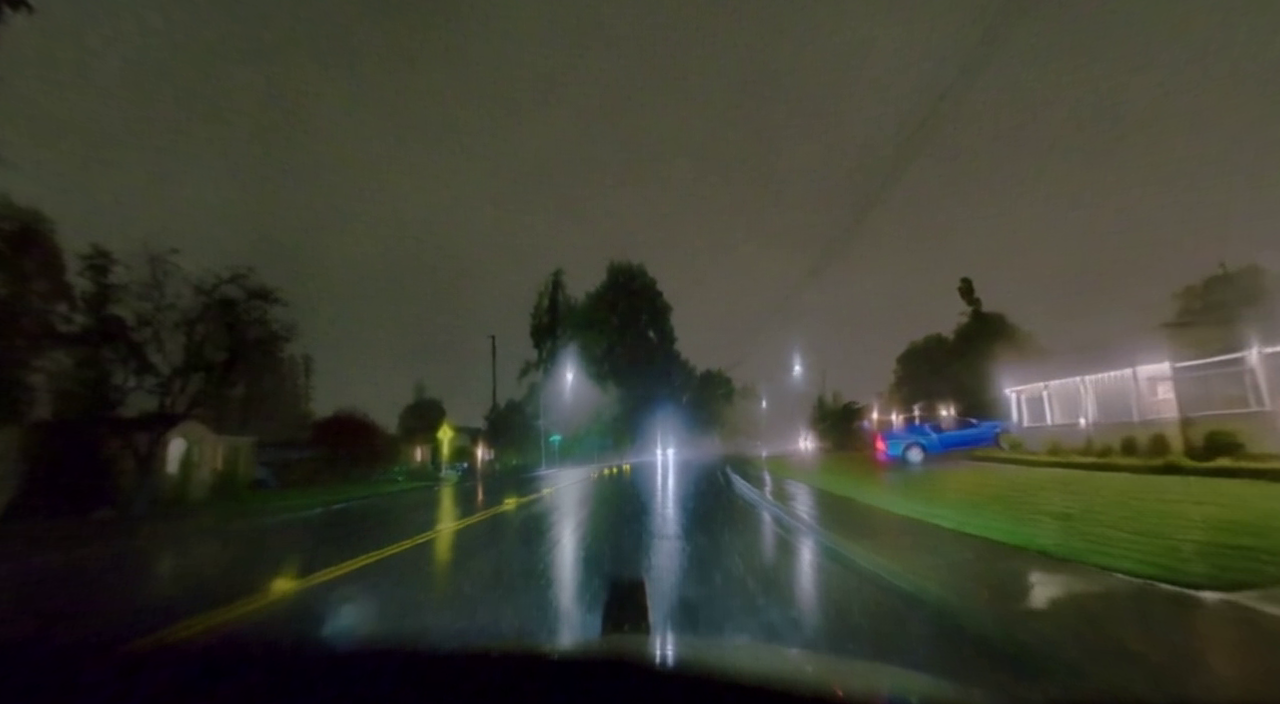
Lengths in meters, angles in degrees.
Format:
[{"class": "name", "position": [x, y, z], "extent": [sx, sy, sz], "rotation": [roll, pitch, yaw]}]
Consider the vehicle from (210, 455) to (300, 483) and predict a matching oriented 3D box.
[{"class": "vehicle", "position": [-25.025, 7.608, 41.043], "extent": [4.751, 1.489, 2.052], "rotation": [-5, -9, 8]}]

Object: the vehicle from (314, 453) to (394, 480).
[{"class": "vehicle", "position": [-18.233, 7.316, 40.255], "extent": [4.270, 1.481, 1.972], "rotation": [-4, -9, 10]}]

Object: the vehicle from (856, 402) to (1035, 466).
[{"class": "vehicle", "position": [11.673, 3.238, 24.533], "extent": [5.704, 1.788, 2.095], "rotation": [-7, -11, 9]}]
